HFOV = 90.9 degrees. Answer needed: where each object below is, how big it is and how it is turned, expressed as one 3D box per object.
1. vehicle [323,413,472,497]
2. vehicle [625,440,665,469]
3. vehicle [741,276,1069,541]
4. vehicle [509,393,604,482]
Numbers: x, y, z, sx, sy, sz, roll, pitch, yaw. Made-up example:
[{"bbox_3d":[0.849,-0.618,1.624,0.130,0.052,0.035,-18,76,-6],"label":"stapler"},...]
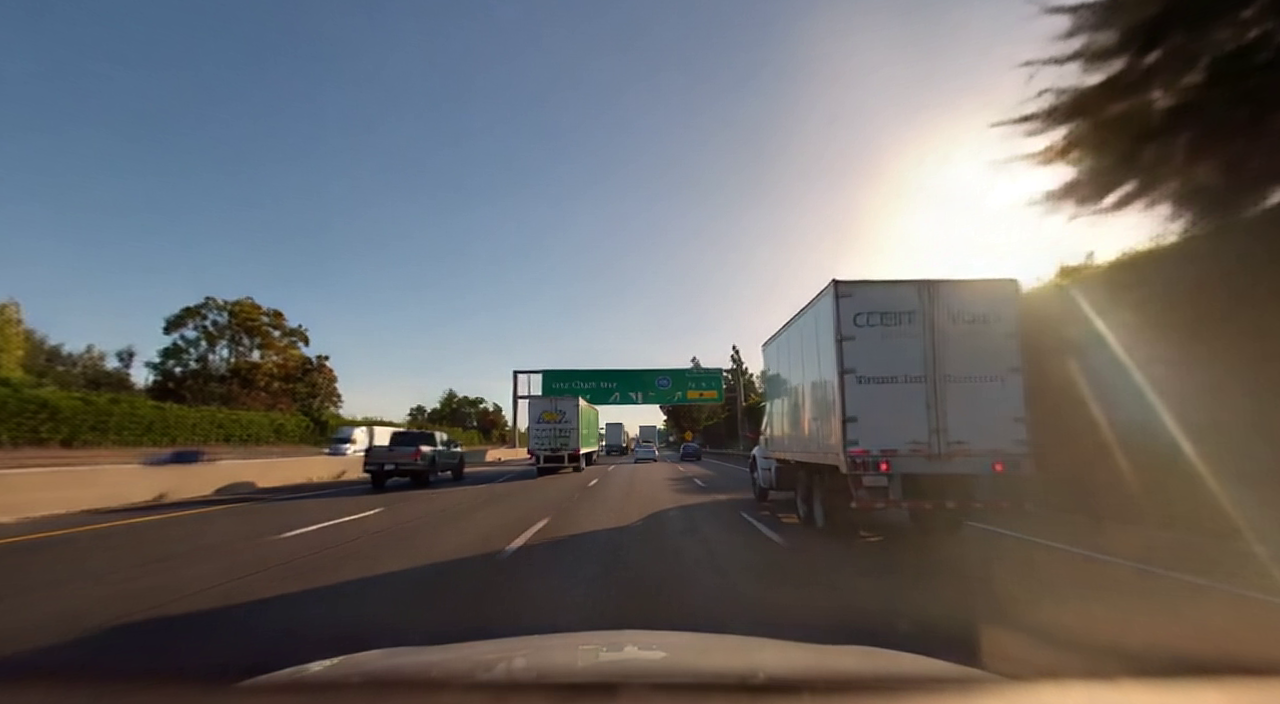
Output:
[{"bbox_3d":[-7.129,3.120,19.443,2.322,2.195,5.556,0,-9,0],"label":"vehicle"},{"bbox_3d":[0.270,5.705,35.248,2.105,1.502,4.068,0,-9,0],"label":"vehicle"},{"bbox_3d":[4.027,1.260,12.084,2.895,3.484,7.631,0,-9,0],"label":"vehicle"},{"bbox_3d":[-3.208,3.636,26.464,2.745,3.156,7.608,0,-9,2],"label":"vehicle"}]
